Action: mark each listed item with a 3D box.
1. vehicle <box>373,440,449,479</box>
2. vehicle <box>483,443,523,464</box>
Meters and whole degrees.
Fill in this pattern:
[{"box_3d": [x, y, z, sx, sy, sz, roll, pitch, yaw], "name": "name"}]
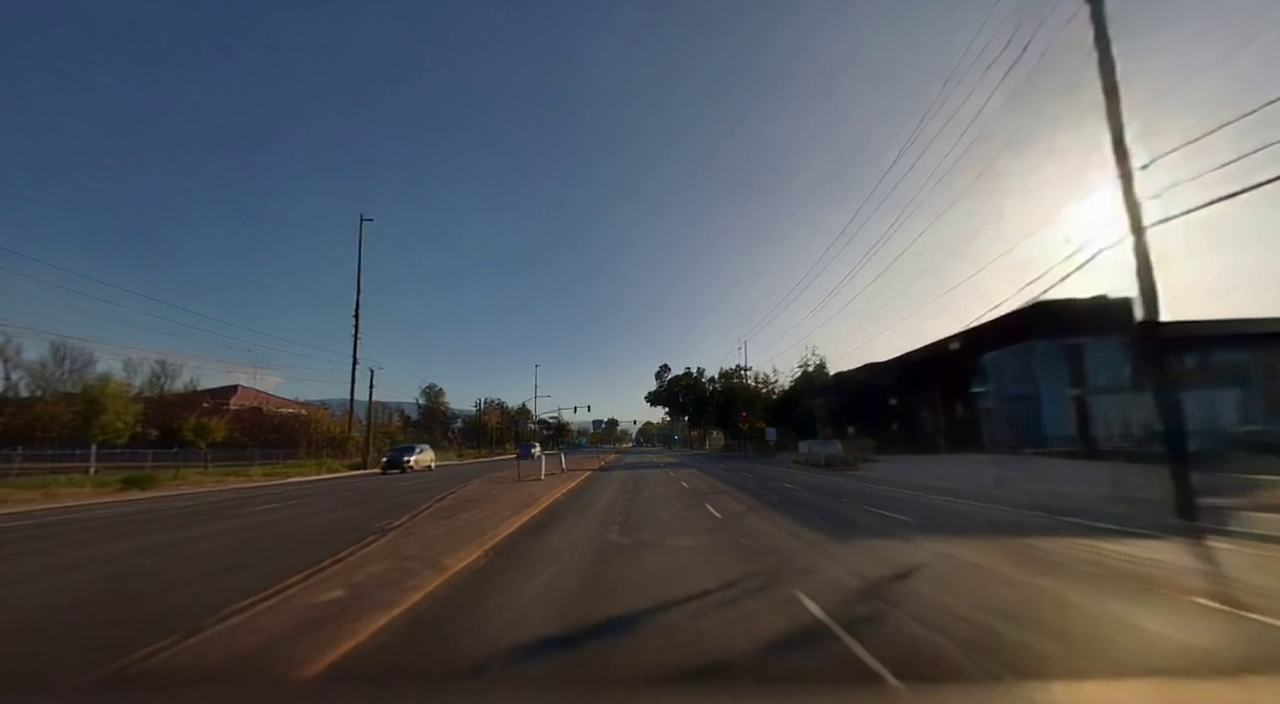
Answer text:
[{"box_3d": [-10.688, 5.032, 29.863, 1.923, 1.702, 4.387, 0, -8, 1], "name": "vehicle"}, {"box_3d": [-10.646, 7.910, 49.439, 1.916, 1.593, 5.012, 0, -8, 0], "name": "vehicle"}]
